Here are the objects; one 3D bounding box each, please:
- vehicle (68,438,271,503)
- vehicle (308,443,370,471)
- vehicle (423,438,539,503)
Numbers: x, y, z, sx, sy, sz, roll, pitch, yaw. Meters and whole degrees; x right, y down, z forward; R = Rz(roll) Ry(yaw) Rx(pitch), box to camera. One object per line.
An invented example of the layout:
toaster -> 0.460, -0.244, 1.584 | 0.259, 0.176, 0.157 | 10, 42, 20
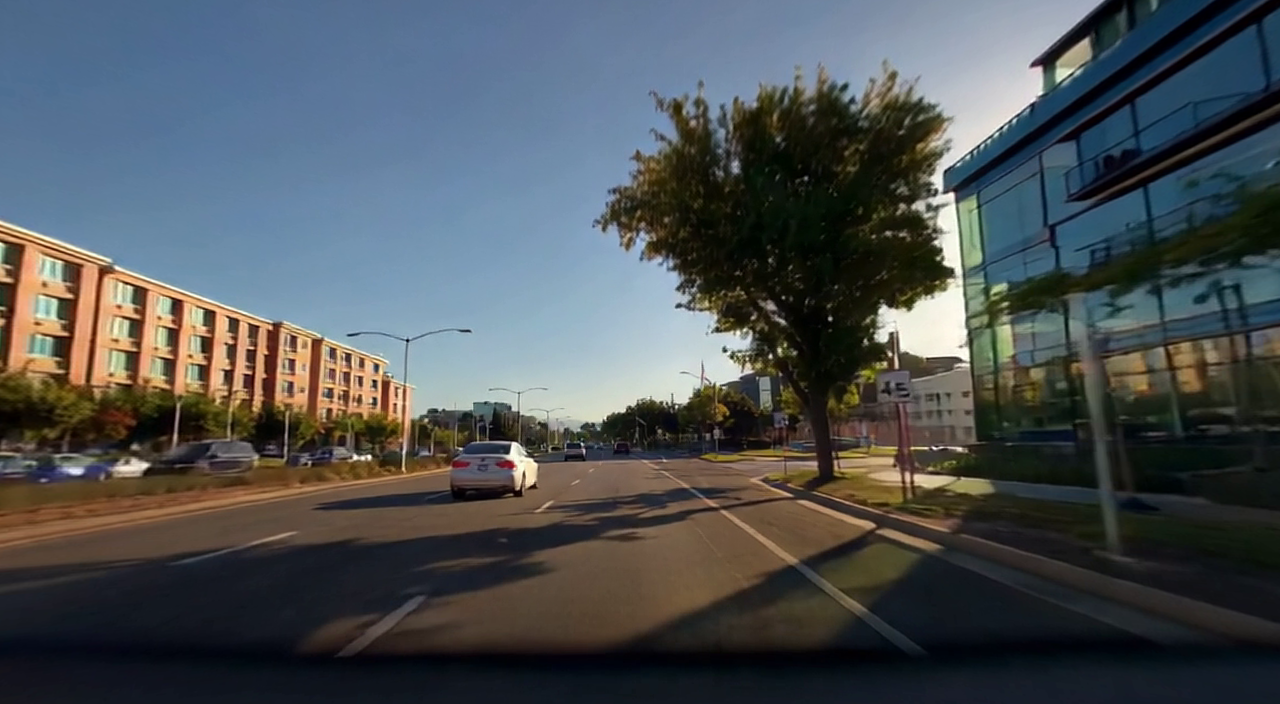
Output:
vehicle -> -12.934, 3.239, 17.915 | 2.123, 1.585, 4.856 | 0, -8, -2
vehicle -> -20.172, 7.028, 42.605 | 1.963, 1.765, 4.595 | 0, -8, -1
vehicle -> -4.018, 3.037, 16.758 | 2.025, 1.474, 4.292 | 0, -8, -1
